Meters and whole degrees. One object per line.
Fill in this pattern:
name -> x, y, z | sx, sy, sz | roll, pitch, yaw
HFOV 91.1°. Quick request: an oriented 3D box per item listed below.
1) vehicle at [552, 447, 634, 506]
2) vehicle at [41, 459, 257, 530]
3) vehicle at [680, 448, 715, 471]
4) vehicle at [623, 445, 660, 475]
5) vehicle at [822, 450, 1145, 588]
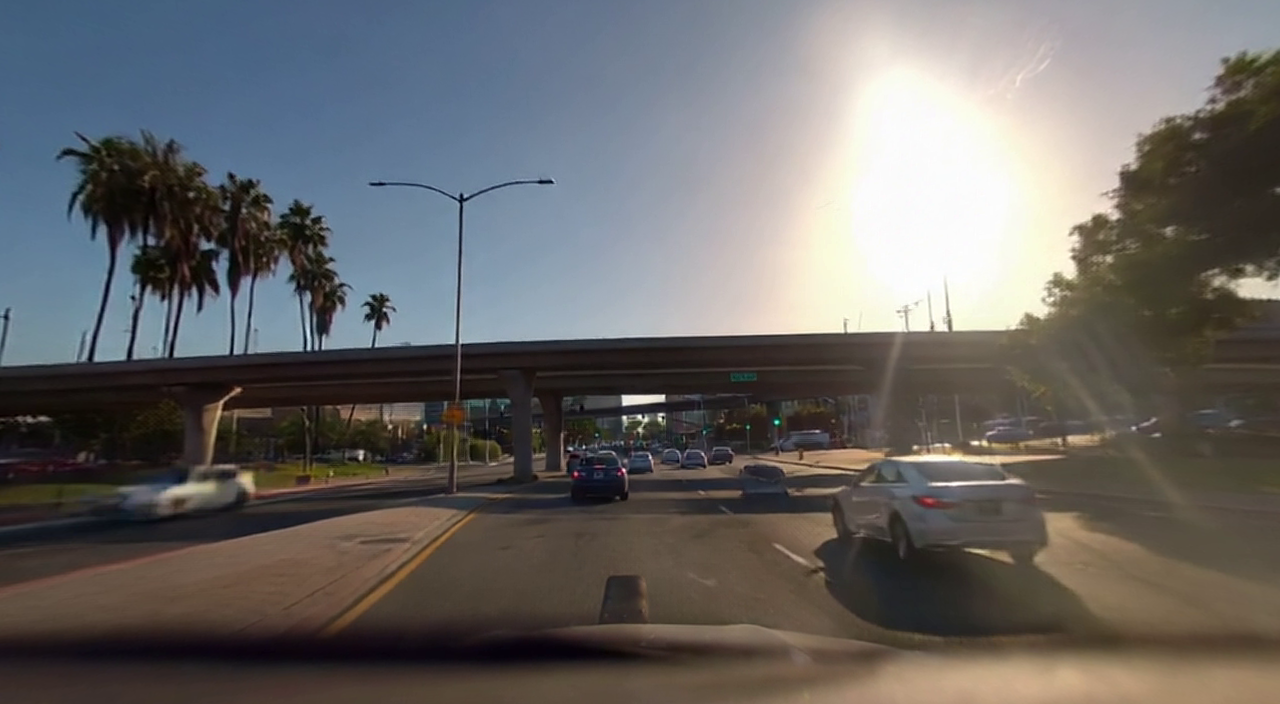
vehicle -> -1.348, 3.577, 18.520 | 2.111, 1.506, 4.018 | 1, -9, -3
vehicle -> -12.861, 3.724, 16.983 | 1.963, 1.518, 4.822 | 1, -9, -1
vehicle -> 4.102, 7.739, 45.413 | 2.119, 1.509, 4.495 | 1, -9, 0
vehicle -> 0.076, 6.687, 39.026 | 2.172, 1.694, 4.055 | 1, -9, 0
vehicle -> 4.195, 2.073, 8.681 | 2.156, 1.404, 4.120 | 0, -9, 1
